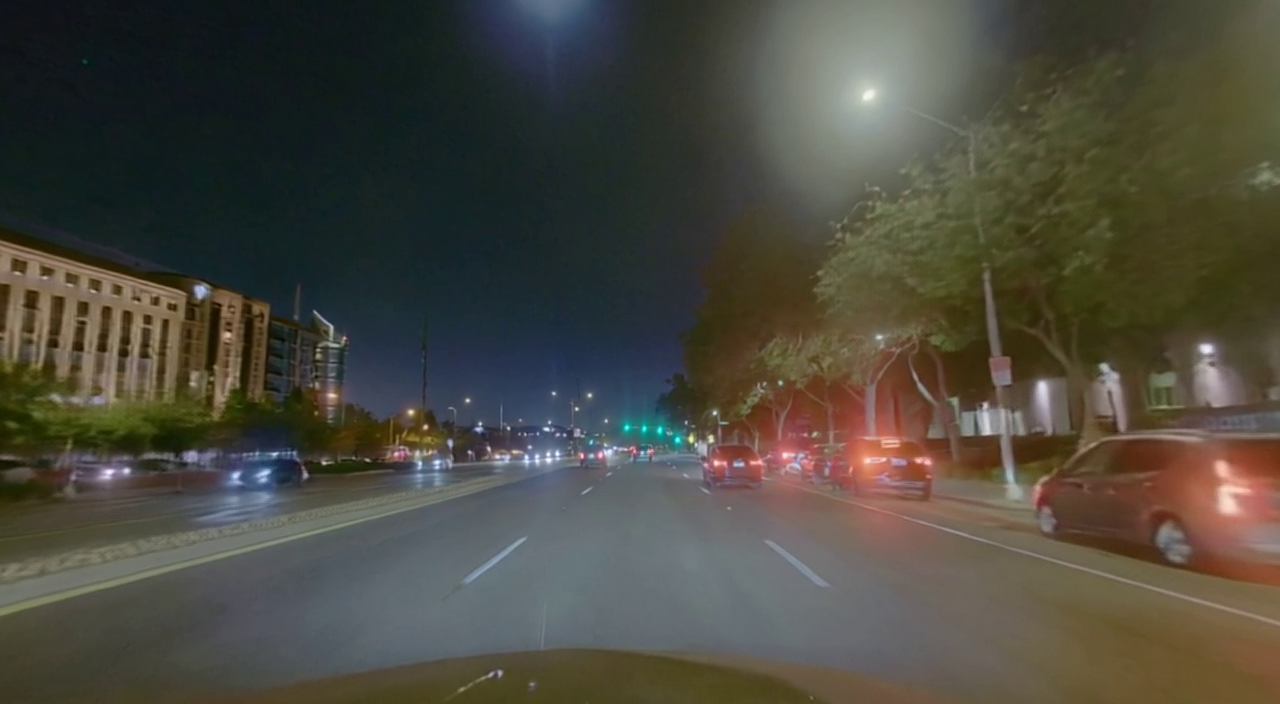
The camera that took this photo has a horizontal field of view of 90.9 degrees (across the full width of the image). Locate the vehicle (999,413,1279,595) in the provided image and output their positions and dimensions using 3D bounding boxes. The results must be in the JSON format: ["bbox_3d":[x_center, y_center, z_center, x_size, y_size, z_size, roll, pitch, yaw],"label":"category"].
[{"bbox_3d":[6.794,1.689,7.853,2.072,1.631,4.246,0,-9,0],"label":"vehicle"}]

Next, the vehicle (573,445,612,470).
[{"bbox_3d":[-3.039,6.846,41.142,2.082,1.467,4.379,-1,-9,1],"label":"vehicle"}]

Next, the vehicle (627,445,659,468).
[{"bbox_3d":[0.230,7.165,43.496,2.101,1.480,3.929,-1,-9,2],"label":"vehicle"}]

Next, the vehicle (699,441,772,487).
[{"bbox_3d":[3.398,4.088,23.326,1.990,1.486,4.431,0,-9,0],"label":"vehicle"}]

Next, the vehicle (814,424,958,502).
[{"bbox_3d":[6.814,3.140,18.201,2.215,1.909,4.875,-1,-9,1],"label":"vehicle"}]

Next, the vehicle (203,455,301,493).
[{"bbox_3d":[-18.735,5.888,30.719,1.864,1.458,4.598,-5,-9,0],"label":"vehicle"}]
